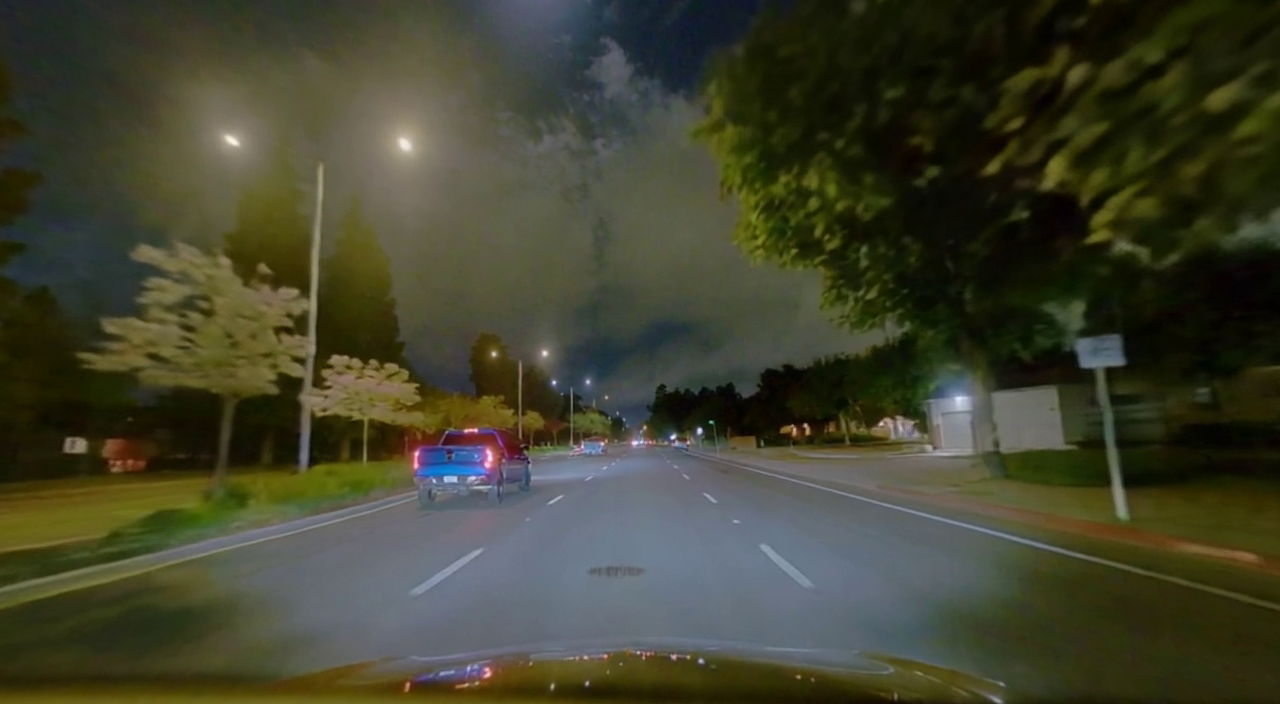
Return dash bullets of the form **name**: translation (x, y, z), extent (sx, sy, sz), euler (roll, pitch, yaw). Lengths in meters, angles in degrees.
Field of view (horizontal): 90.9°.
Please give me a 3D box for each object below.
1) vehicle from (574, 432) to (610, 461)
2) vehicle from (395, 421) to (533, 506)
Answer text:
- **vehicle**: translation (-3.472, 6.955, 46.244), extent (2.230, 1.987, 4.385), euler (0, -8, 1)
- **vehicle**: translation (-4.060, 2.671, 15.510), extent (2.002, 1.747, 4.728), euler (0, -8, 0)
